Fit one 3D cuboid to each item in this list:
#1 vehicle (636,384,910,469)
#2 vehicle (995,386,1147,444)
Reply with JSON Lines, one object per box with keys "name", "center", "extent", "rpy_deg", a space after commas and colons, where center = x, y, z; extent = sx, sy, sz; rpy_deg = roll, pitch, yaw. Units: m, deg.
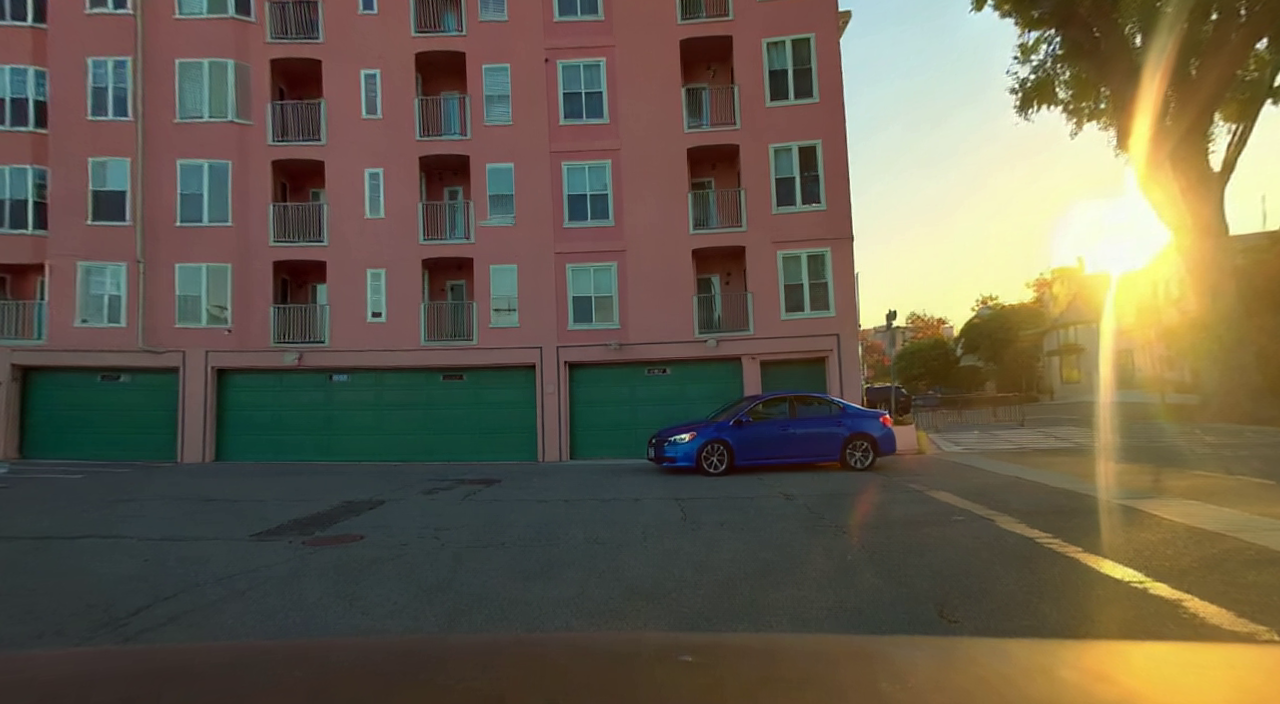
{"name": "vehicle", "center": [2.282, 1.414, 11.829], "extent": [4.697, 1.444, 1.825], "rpy_deg": [0, -8, -1]}
{"name": "vehicle", "center": [15.499, 2.309, 22.826], "extent": [3.905, 1.475, 2.057], "rpy_deg": [-7, -6, -5]}
